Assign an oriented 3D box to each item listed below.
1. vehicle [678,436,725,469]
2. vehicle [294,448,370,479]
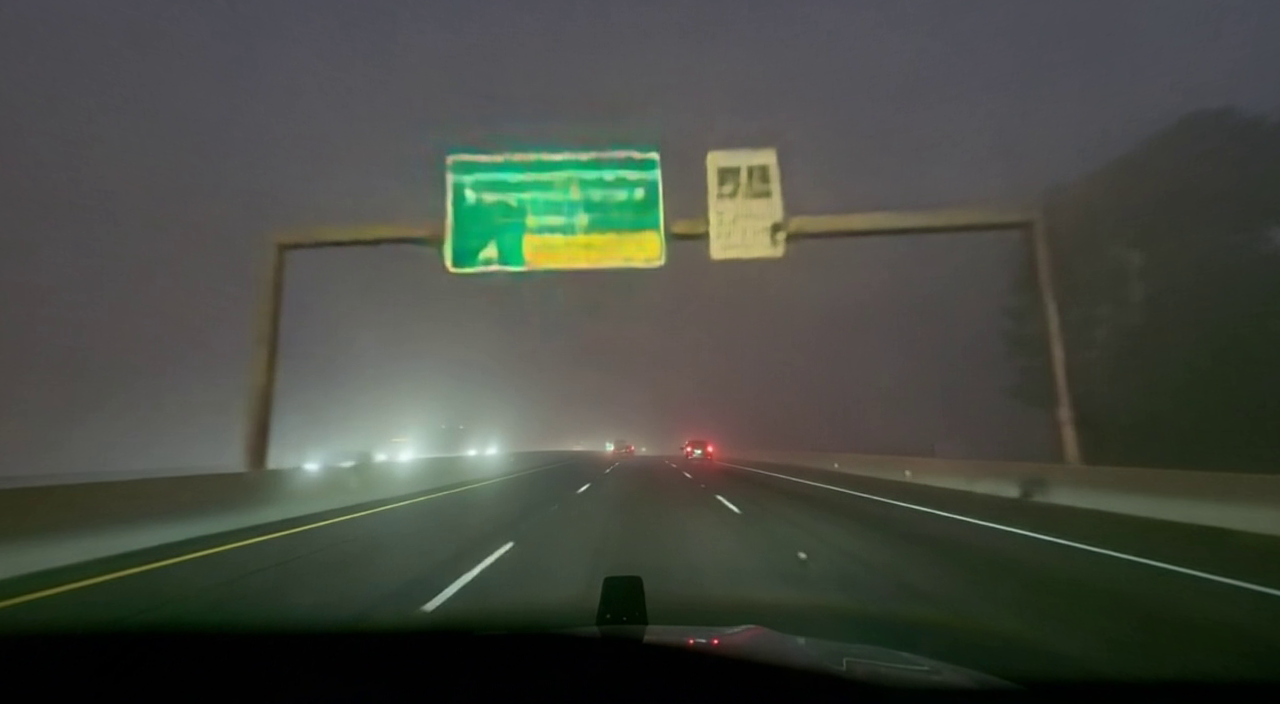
[{"bbox_3d":[3.373,5.634,35.361,2.202,1.682,4.188,0,-8,0],"label":"vehicle"},{"bbox_3d":[-16.461,5.958,33.813,1.899,1.568,4.182,0,-8,1],"label":"vehicle"}]
